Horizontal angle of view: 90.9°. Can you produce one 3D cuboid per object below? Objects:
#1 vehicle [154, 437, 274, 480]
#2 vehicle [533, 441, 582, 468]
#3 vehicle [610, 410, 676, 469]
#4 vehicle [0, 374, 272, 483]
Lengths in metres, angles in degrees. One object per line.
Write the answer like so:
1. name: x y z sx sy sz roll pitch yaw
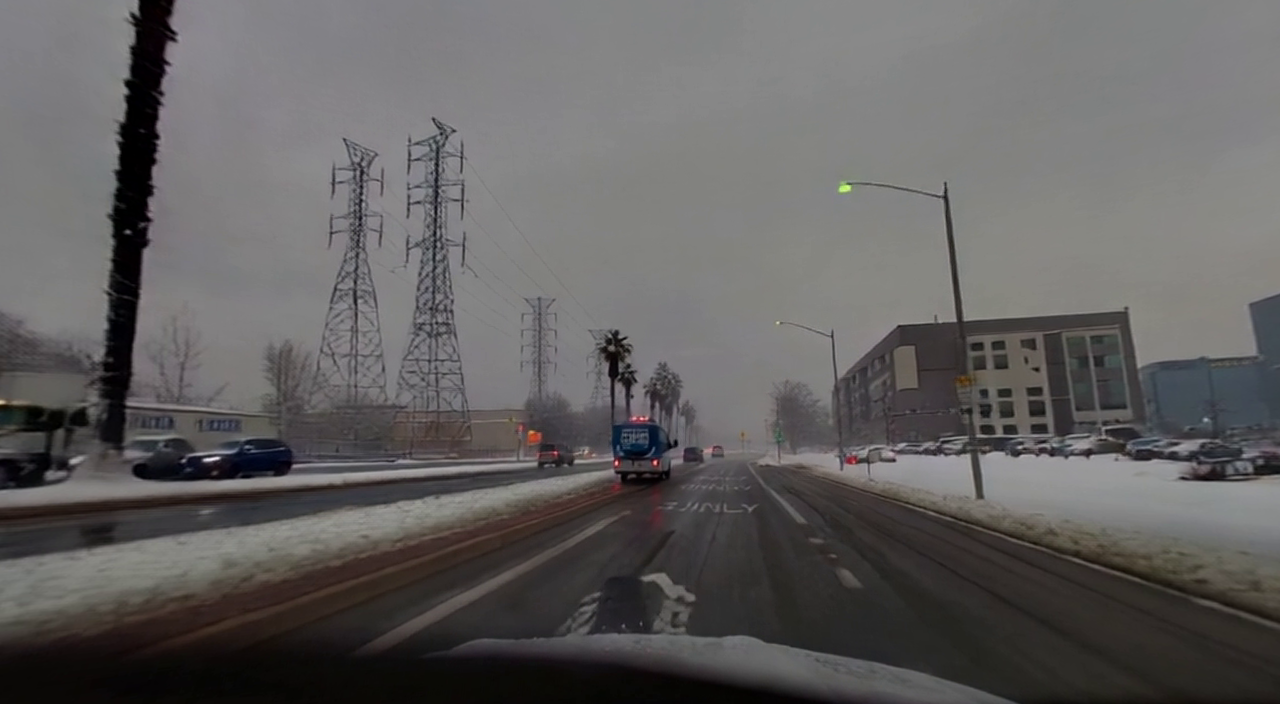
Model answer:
1. vehicle: -18.280 4.557 27.363 1.751 1.639 4.434 -3 -8 7
2. vehicle: -6.320 7.909 49.014 2.266 1.950 5.866 -1 -9 8
3. vehicle: 0.483 6.808 48.554 2.903 3.933 11.567 -2 -9 11
4. vehicle: -21.731 3.675 28.134 2.907 3.760 11.193 -4 -10 6
